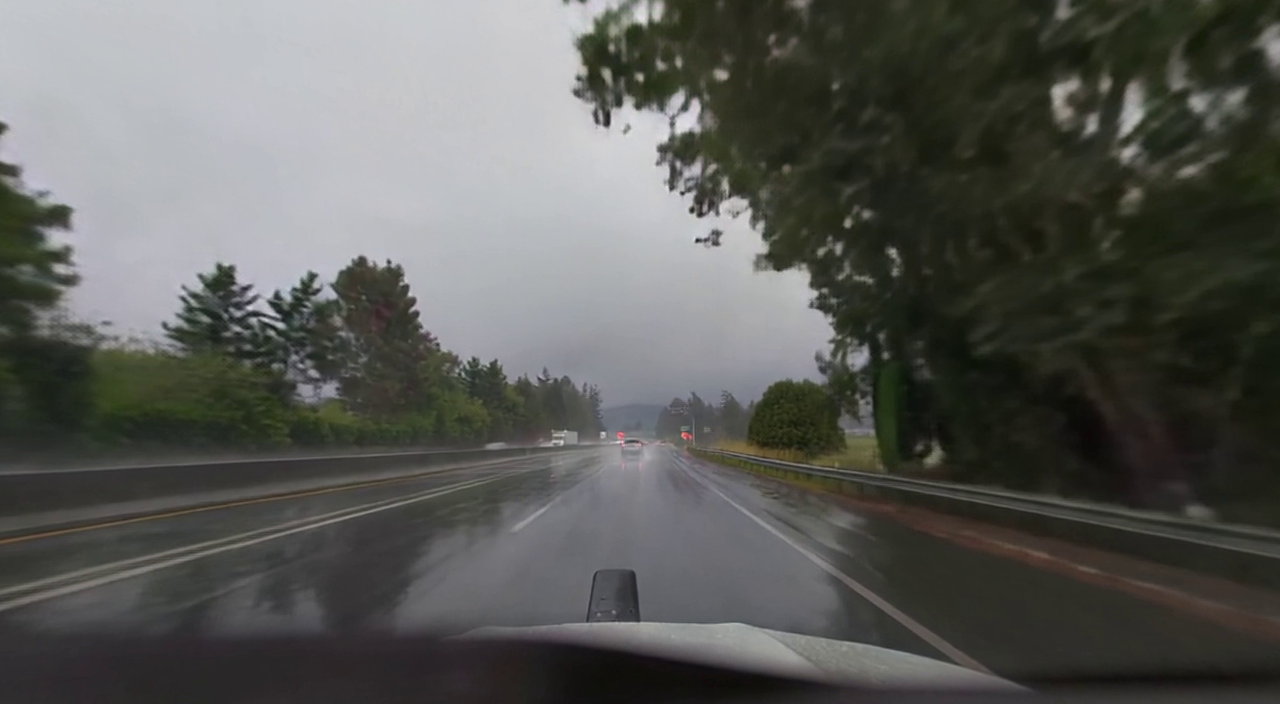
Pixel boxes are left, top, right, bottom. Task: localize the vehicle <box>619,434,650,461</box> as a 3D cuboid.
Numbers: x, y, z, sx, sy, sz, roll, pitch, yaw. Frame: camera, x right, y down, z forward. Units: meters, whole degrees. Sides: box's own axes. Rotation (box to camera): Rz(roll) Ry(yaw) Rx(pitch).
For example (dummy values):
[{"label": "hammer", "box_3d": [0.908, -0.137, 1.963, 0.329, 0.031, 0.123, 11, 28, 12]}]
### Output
[{"label": "vehicle", "box_3d": [-0.382, 6.903, 45.554, 2.188, 1.825, 4.282, -1, -8, 0]}]
